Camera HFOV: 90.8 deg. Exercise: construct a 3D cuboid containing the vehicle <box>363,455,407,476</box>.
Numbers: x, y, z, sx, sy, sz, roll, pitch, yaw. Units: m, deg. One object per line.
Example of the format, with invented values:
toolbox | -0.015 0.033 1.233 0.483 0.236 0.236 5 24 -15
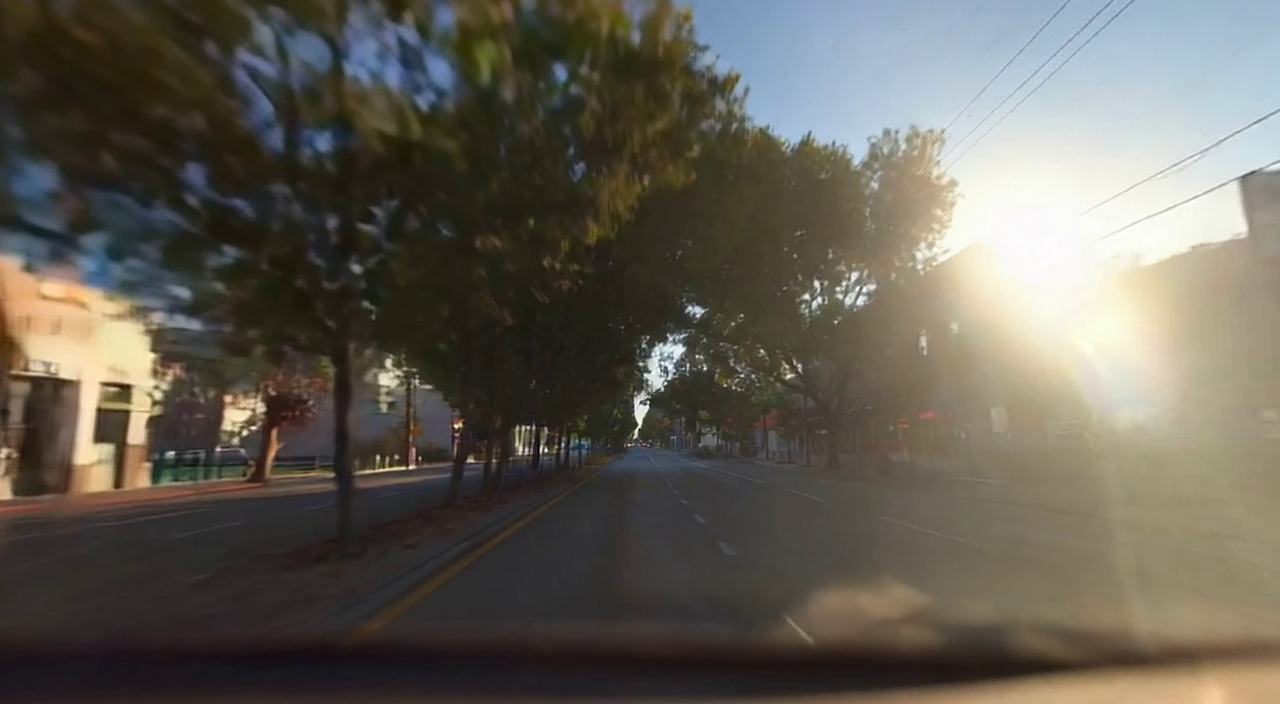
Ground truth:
vehicle | -19.846 8.810 49.329 1.855 1.498 3.587 0 -8 1
